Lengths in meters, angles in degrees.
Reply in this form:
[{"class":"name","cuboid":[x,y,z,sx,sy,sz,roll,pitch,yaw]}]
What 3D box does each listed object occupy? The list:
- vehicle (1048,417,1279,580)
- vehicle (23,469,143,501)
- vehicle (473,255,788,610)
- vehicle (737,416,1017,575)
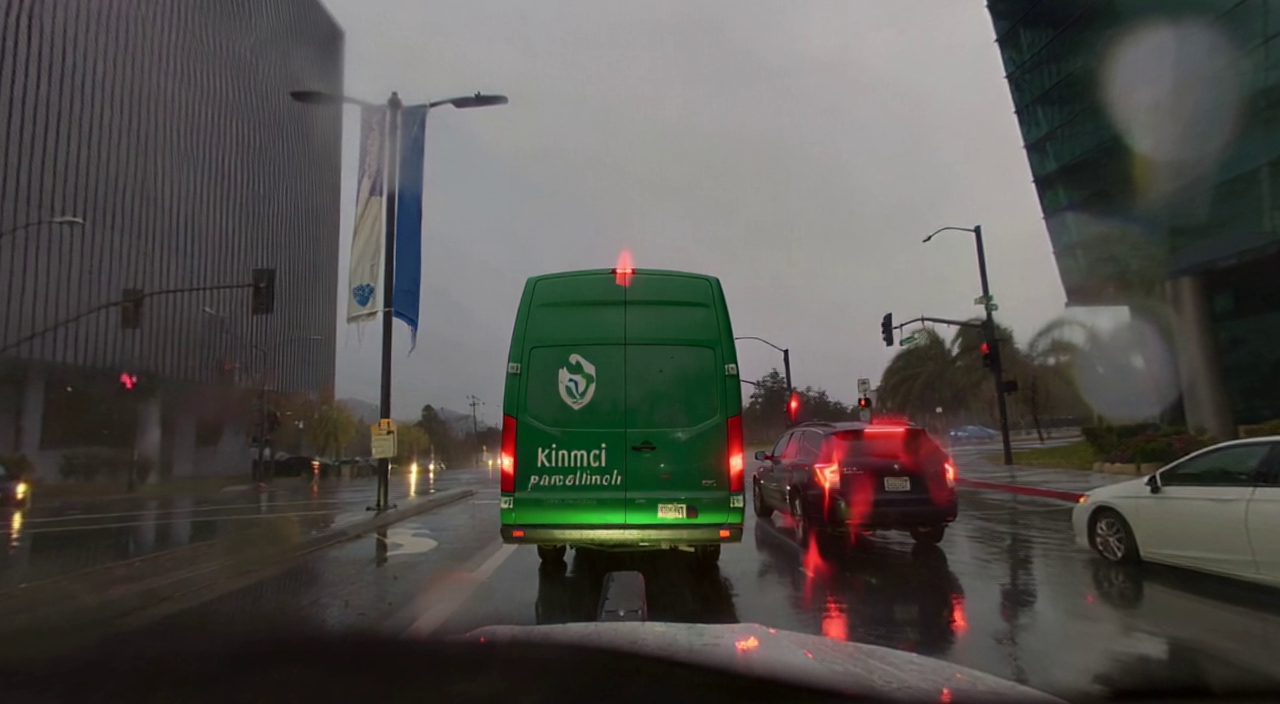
[{"class":"vehicle","cuboid":[7.527,1.587,7.016,1.963,1.669,4.678,3,-9,-20]},{"class":"vehicle","cuboid":[-31.104,7.434,35.405,4.806,1.652,1.869,0,-8,-2]},{"class":"vehicle","cuboid":[-0.044,1.175,9.077,2.613,3.035,7.342,0,-8,1]},{"class":"vehicle","cuboid":[2.878,1.864,9.052,2.183,1.676,4.506,0,-8,-1]}]
